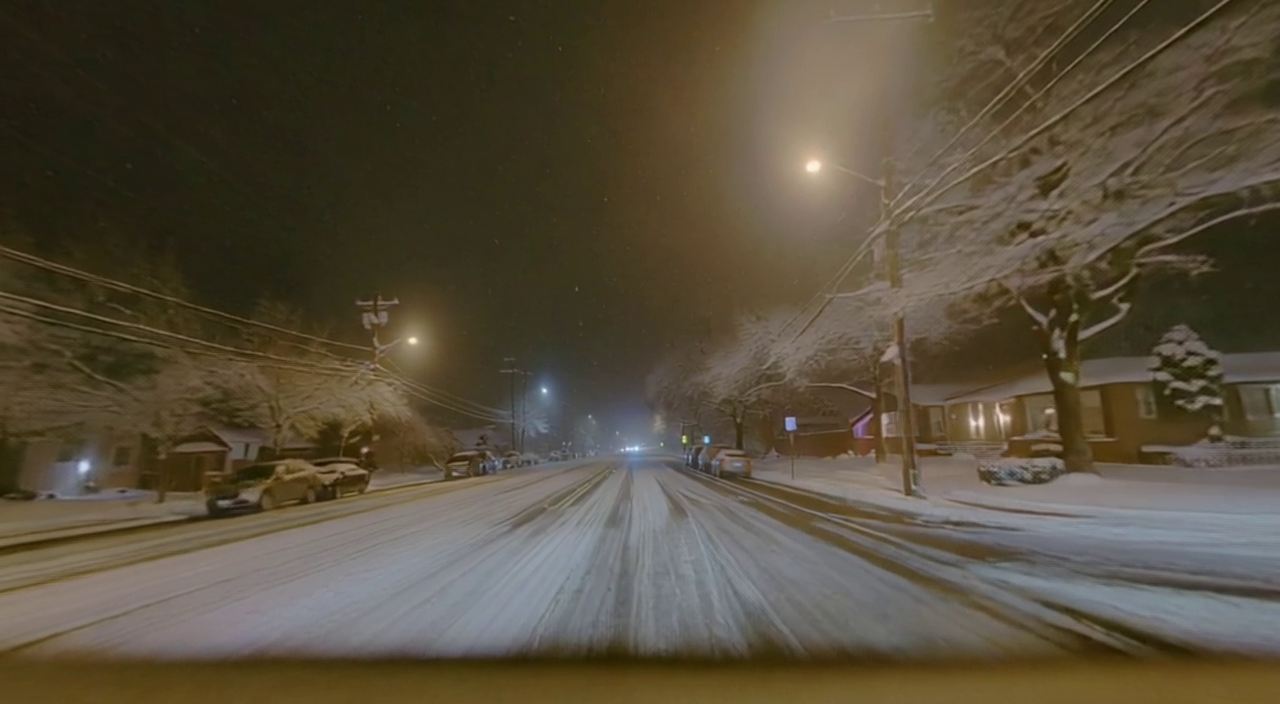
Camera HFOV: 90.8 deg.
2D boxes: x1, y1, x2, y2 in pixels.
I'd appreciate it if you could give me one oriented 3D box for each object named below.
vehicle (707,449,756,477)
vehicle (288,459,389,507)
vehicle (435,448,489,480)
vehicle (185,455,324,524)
[{"bbox_3d":[5.003,6.111,35.098,1.923,1.454,4.460,0,-9,-2],"label":"vehicle"},{"bbox_3d":[-12.190,5.284,25.889,1.872,1.472,4.719,-6,-9,-1],"label":"vehicle"},{"bbox_3d":[-12.198,7.742,43.737,2.156,1.935,5.464,-3,-10,0],"label":"vehicle"},{"bbox_3d":[-12.627,4.460,21.056,1.988,1.741,4.379,-7,-9,-1],"label":"vehicle"}]
